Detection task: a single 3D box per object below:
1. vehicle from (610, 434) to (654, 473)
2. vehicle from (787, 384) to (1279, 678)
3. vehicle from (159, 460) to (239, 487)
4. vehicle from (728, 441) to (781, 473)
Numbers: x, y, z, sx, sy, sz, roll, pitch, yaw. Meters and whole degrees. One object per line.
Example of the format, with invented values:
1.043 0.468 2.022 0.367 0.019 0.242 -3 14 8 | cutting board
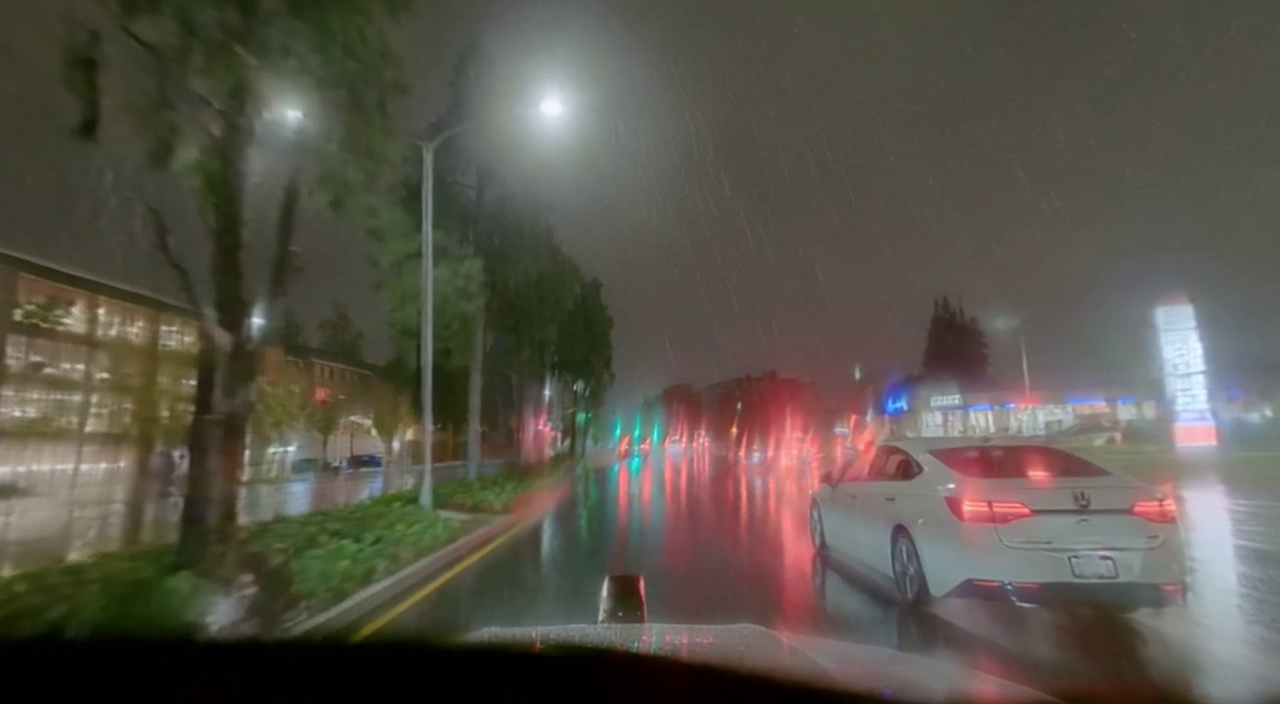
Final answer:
-0.406 5.168 32.321 2.106 1.798 4.168 0 -8 0 | vehicle
3.013 1.345 5.897 2.153 1.658 4.485 0 -8 0 | vehicle
-30.123 8.271 43.239 4.040 1.444 1.905 -4 -8 -1 | vehicle
5.549 5.144 31.098 1.883 1.452 4.258 0 -8 1 | vehicle
